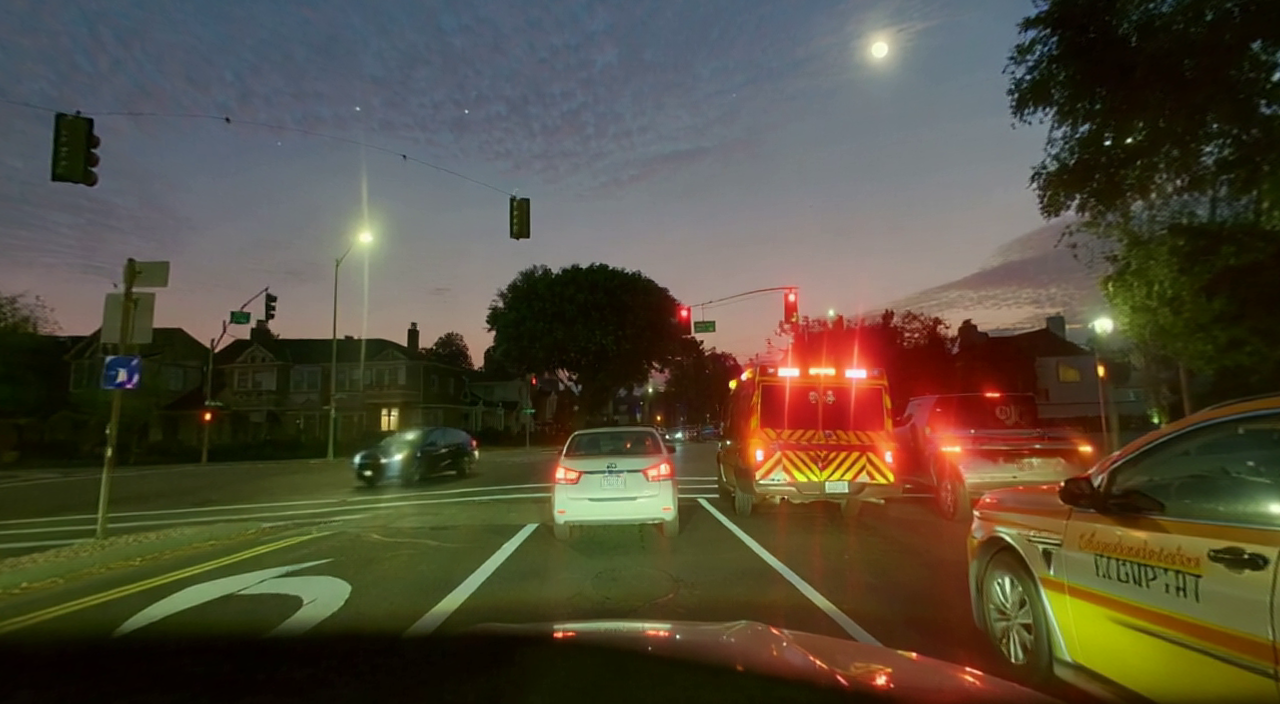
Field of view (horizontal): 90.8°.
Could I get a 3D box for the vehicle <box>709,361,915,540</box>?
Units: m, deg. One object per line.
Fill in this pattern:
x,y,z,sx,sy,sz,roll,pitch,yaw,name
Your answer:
2.891,1.879,12.372,2.406,2.687,5.521,0,-8,0,vehicle

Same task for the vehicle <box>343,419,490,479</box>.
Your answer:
-8.374,3.731,24.493,2.349,1.988,5.813,-3,-9,16,vehicle

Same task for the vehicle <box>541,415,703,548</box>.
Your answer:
-0.271,1.970,10.182,2.114,1.707,3.725,0,-8,-1,vehicle

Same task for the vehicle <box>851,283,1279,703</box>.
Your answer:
2.851,0.892,2.847,2.194,1.820,4.652,0,-8,0,vehicle
